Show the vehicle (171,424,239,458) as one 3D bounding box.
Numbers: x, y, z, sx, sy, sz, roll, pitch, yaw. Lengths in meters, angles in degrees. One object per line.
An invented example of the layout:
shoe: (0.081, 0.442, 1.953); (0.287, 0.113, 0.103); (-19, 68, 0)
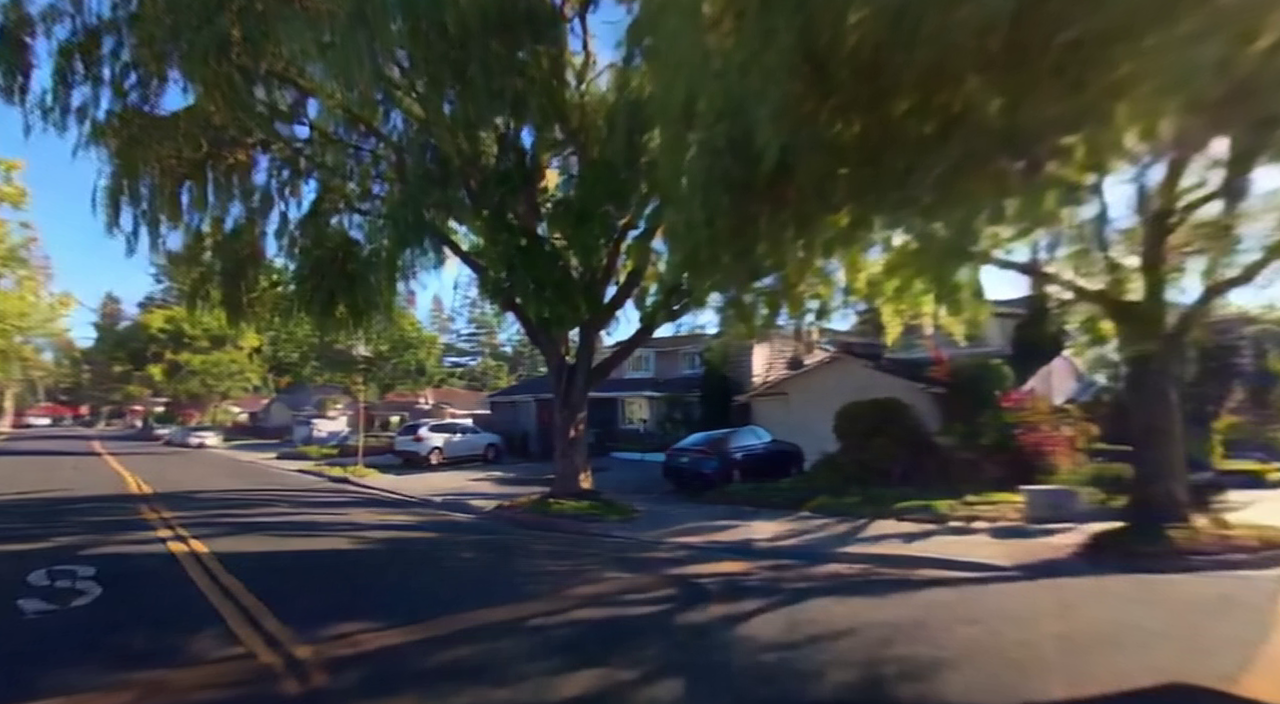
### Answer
vehicle: (-21.546, 4.403, 31.202); (2.009, 1.506, 4.698); (8, -11, -42)

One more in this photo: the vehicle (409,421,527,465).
vehicle: (-7.070, 3.793, 26.208); (4.230, 1.666, 1.978); (7, -11, -39)

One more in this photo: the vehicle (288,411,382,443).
vehicle: (-19.262, 4.750, 39.985); (4.861, 1.911, 2.181); (6, -10, -41)

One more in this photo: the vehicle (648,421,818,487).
vehicle: (2.556, 2.679, 16.798); (4.569, 1.499, 1.917); (7, -11, -40)
